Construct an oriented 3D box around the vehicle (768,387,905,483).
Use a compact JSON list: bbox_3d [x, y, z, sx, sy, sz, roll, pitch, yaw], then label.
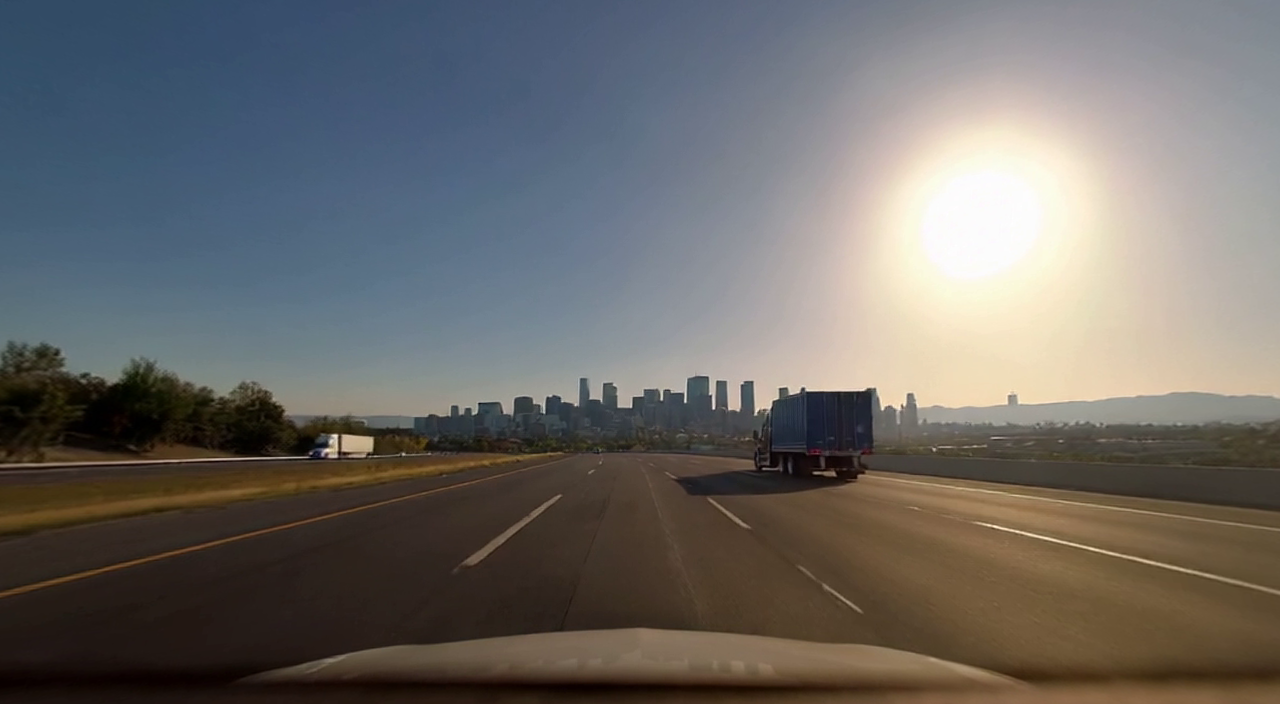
[{"bbox_3d":[6.939,3.196,23.678,2.627,3.011,7.287,0,-9,-1],"label":"vehicle"}]
